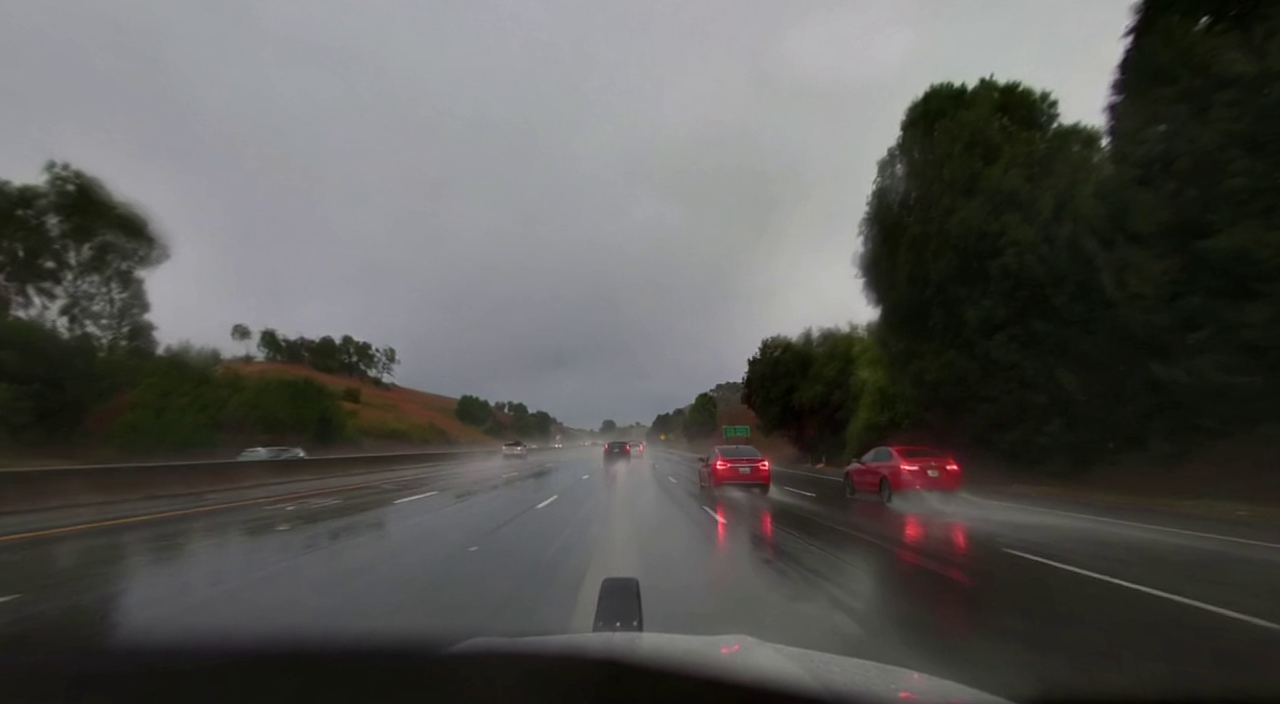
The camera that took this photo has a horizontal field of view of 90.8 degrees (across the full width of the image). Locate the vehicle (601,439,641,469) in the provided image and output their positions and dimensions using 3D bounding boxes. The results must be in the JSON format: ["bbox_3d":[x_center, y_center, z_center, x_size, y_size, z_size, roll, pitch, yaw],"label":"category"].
[{"bbox_3d":[-1.125,6.081,37.836,2.277,1.675,4.023,0,-8,-1],"label":"vehicle"}]

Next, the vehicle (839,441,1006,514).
[{"bbox_3d":[6.476,2.890,15.120,1.845,1.452,4.352,0,-8,-2],"label":"vehicle"}]

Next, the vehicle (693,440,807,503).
[{"bbox_3d":[2.844,3.219,17.576,2.120,1.492,4.734,0,-8,-3],"label":"vehicle"}]
